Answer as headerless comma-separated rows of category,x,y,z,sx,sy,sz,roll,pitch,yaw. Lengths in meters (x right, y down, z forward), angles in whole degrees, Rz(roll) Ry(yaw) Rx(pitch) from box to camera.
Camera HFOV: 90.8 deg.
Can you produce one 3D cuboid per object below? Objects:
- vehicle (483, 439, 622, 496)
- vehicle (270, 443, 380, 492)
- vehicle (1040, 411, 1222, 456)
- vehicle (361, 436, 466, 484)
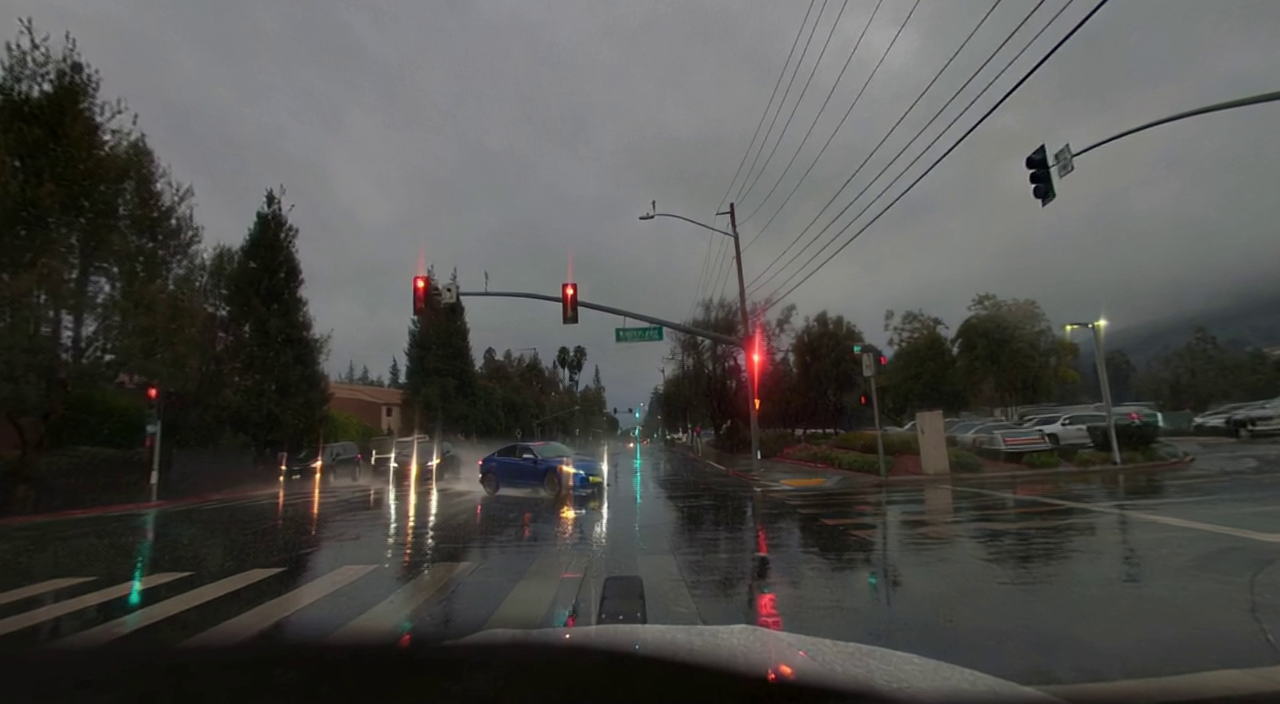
vehicle,-2.752,3.410,19.067,2.071,1.470,4.592,7,-11,-38
vehicle,-13.771,5.057,28.047,2.306,1.957,4.968,0,-9,-1
vehicle,16.948,2.901,22.112,4.560,1.453,1.851,-3,-9,18
vehicle,-10.154,4.913,28.982,2.664,1.940,5.702,0,-9,0
